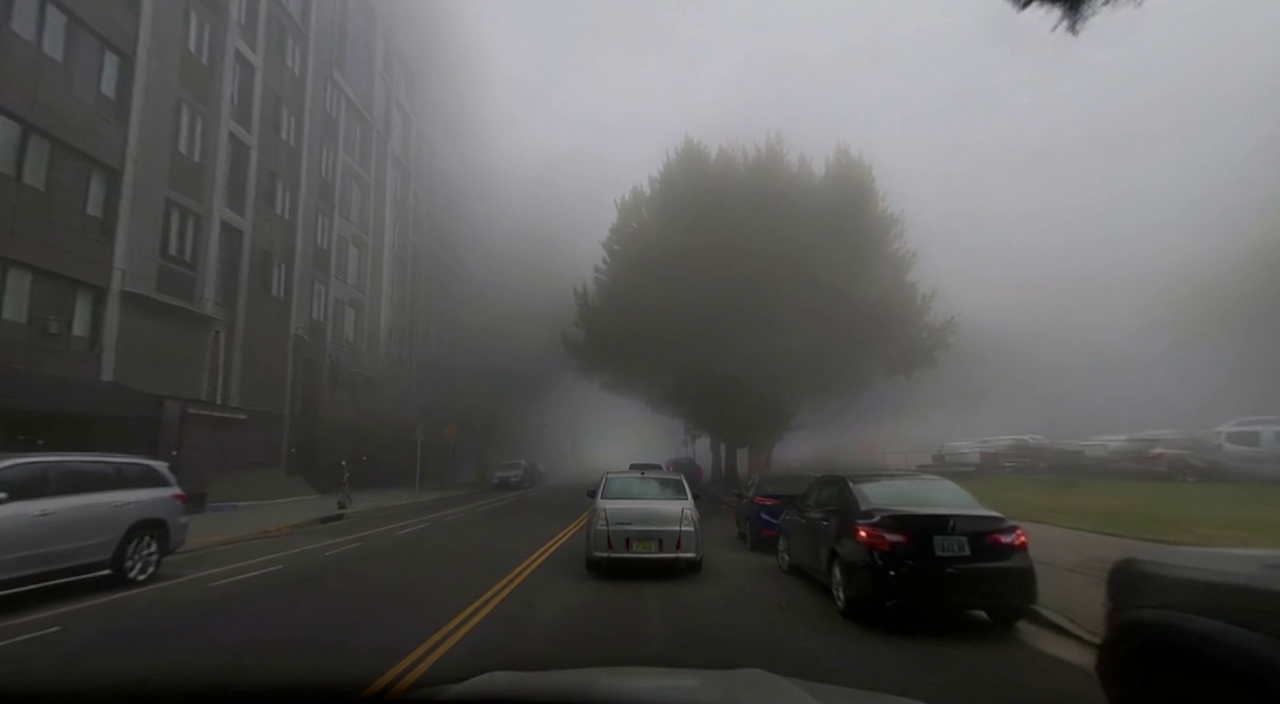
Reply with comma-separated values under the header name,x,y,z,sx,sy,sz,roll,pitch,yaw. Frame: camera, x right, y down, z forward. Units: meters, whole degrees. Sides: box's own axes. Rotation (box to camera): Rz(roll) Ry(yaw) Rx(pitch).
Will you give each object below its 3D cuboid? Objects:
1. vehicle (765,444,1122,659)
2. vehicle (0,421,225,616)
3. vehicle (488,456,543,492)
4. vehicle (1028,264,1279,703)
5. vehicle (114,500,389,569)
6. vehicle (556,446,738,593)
name,x,y,z,sx,sy,sz,roll,pitch,yaw
vehicle,2.678,1.872,6.800,1.884,1.566,4.018,1,-11,1
vehicle,-6.715,1.690,6.319,1.994,1.701,4.520,-3,-12,-1
vehicle,-6.560,6.538,33.494,2.024,1.654,4.396,-3,-12,0
vehicle,2.752,0.512,0.602,1.868,1.920,4.501,1,-11,1
vehicle,-6.827,3.324,11.901,2.223,0.774,4.789,1,-10,0
vehicle,0.081,2.205,8.886,2.018,1.583,3.646,1,-11,0
